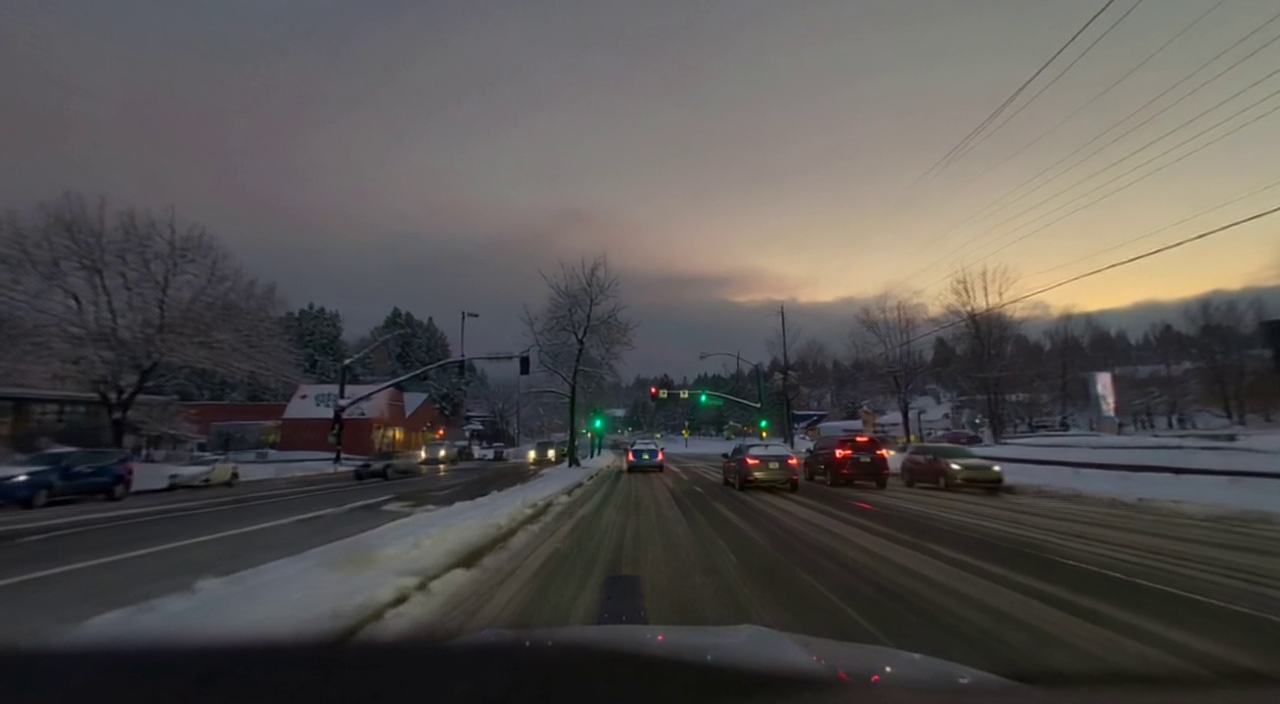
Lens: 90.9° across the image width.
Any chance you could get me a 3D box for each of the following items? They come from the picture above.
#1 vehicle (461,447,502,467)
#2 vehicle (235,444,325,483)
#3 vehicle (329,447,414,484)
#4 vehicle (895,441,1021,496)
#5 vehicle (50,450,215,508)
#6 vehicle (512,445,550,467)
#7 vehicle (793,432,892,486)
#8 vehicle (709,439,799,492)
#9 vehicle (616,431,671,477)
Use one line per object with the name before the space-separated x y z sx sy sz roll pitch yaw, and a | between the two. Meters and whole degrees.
vehicle | -12.406 8.185 49.594 1.887 1.453 4.696 0 -8 1
vehicle | -18.905 5.988 33.432 2.062 1.634 4.535 -2 -15 0
vehicle | -12.082 5.112 28.694 2.087 1.499 3.939 0 -8 0
vehicle | 10.377 3.788 21.068 1.845 1.454 4.620 0 -6 0
vehicle | -15.614 3.878 19.743 1.798 1.541 4.002 0 -8 0
vehicle | -7.974 7.581 46.375 2.102 1.496 4.465 0 -8 -1
vehicle | 7.152 3.821 22.788 2.040 1.738 4.414 0 -8 -1
vehicle | 3.489 3.549 20.212 1.963 1.484 4.609 0 -8 -1
vehicle | 0.164 4.456 27.764 2.210 1.861 4.280 0 -8 0
